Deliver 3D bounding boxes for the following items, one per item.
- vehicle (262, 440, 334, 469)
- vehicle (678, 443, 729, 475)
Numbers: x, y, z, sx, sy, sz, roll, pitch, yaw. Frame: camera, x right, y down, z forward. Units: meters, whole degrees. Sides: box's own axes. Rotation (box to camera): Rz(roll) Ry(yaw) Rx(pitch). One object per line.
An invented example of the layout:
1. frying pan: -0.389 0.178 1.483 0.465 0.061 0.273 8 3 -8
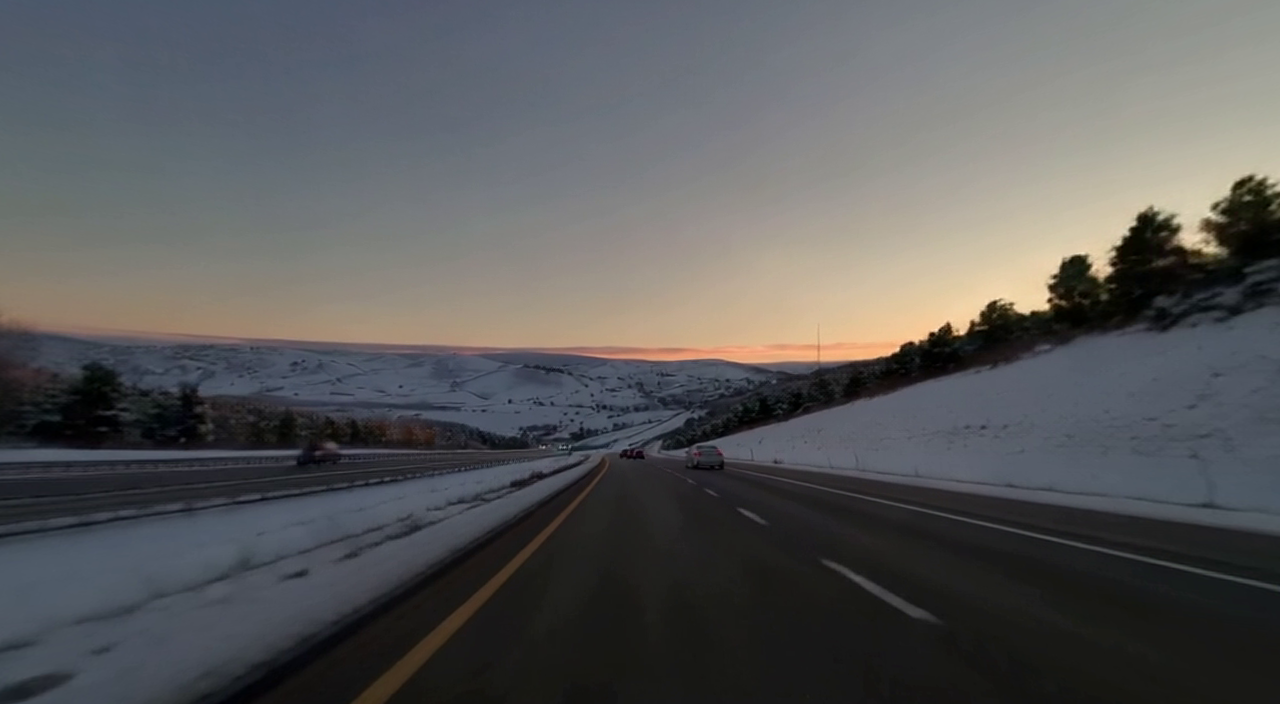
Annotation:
1. vehicle: -21.750 6.531 40.372 2.062 1.750 4.749 0 -8 -2
2. vehicle: 3.263 5.606 33.346 1.960 1.516 4.657 0 -8 -3
